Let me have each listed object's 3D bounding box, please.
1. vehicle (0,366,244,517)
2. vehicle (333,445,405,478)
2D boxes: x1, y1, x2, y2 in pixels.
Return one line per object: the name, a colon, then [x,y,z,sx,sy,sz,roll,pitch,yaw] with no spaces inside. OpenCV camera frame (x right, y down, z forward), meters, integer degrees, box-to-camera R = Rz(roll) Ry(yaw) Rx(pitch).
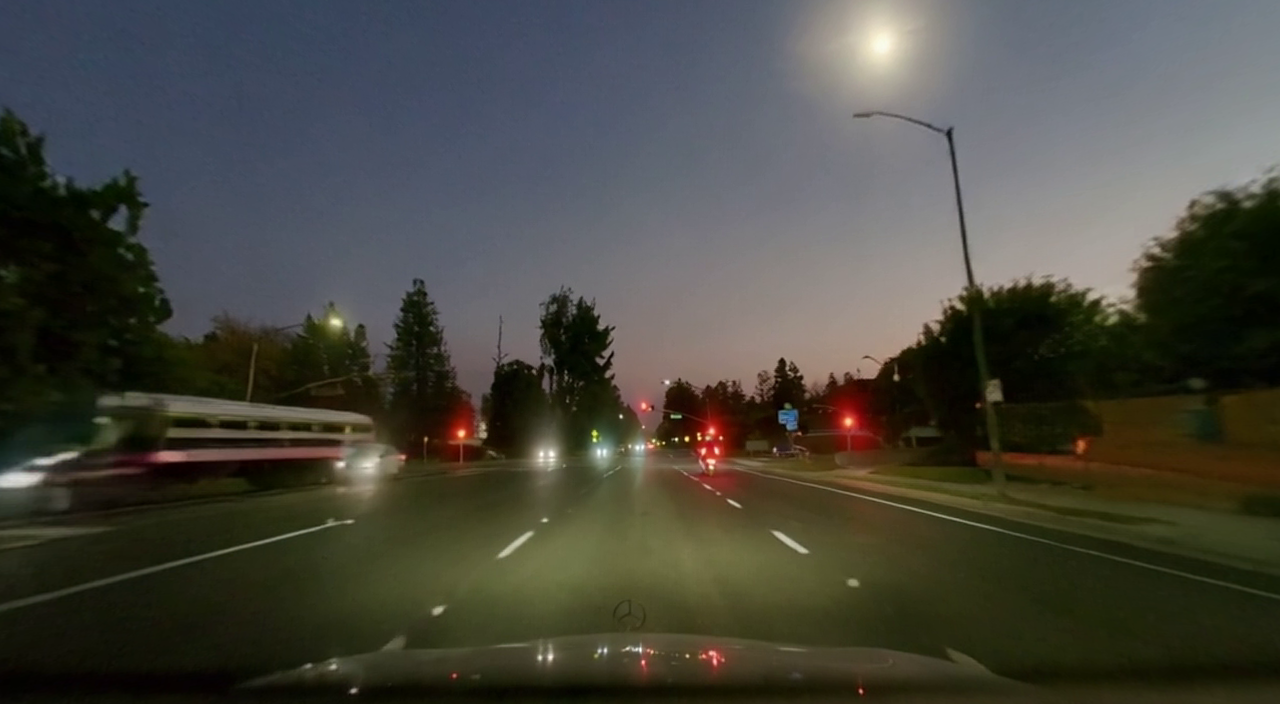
vehicle: [-17.216,2.931,20.710,3.027,3.971,8.006,-1,-8,1]
vehicle: [-13.560,5.495,31.769,1.899,1.522,3.865,0,-9,0]
